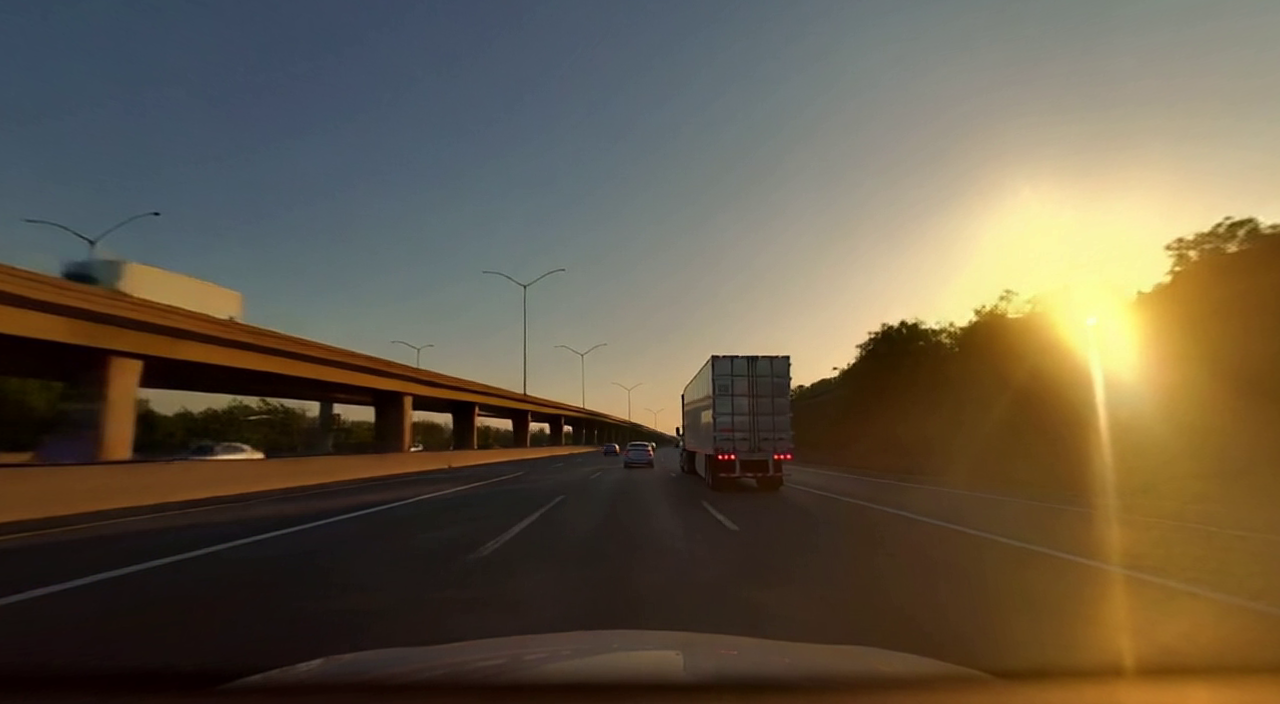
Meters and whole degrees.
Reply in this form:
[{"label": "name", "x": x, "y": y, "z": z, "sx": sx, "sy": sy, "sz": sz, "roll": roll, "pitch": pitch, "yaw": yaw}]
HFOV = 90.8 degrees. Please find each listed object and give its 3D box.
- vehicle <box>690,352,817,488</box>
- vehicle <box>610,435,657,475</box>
[{"label": "vehicle", "x": 3.759, "y": 2.771, "z": 23.951, "sx": 2.964, "sy": 4.063, "sz": 10.072, "roll": 0, "pitch": -9, "yaw": 0}, {"label": "vehicle", "x": -0.258, "y": 4.856, "z": 29.988, "sx": 2.077, "sy": 1.716, "sz": 4.514, "roll": 0, "pitch": -9, "yaw": 0}]
